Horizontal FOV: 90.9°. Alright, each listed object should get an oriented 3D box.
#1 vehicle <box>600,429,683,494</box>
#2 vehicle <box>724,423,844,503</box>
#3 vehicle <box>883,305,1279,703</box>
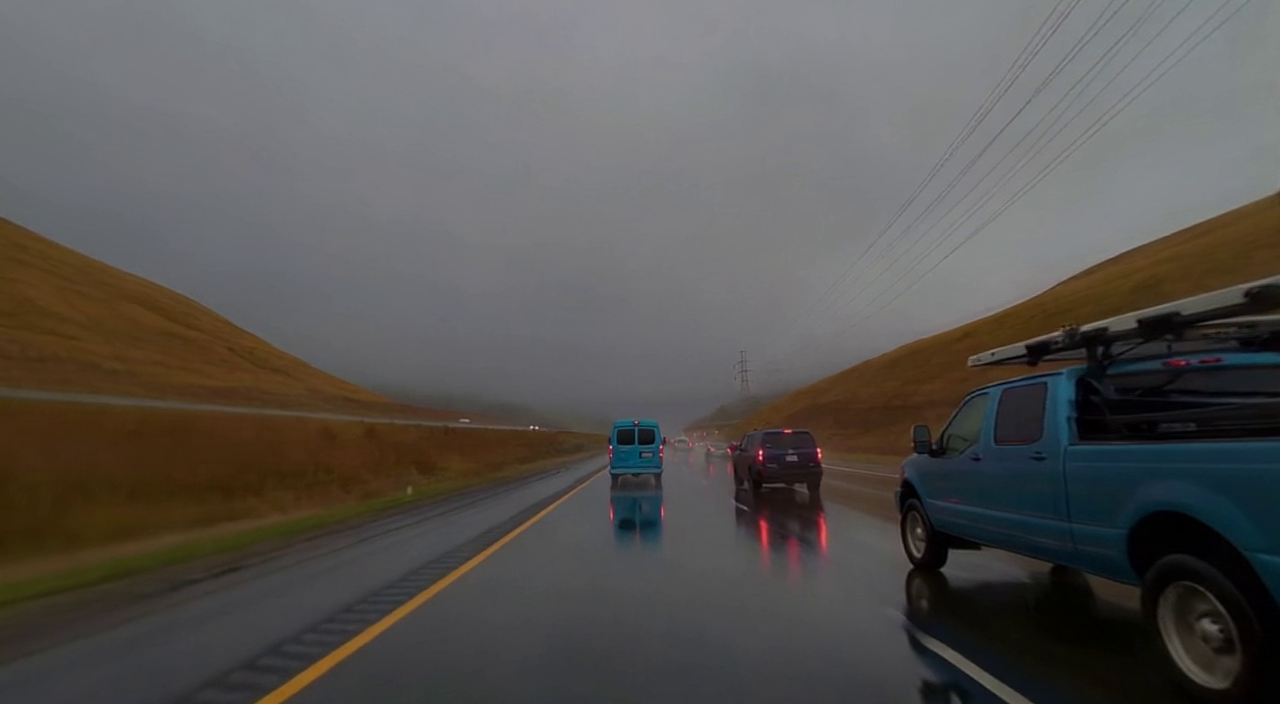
[{"bbox_3d":[0.075,3.363,19.714,2.268,1.772,4.523,0,-8,1],"label":"vehicle"},{"bbox_3d":[3.608,2.884,16.808,2.139,1.821,4.480,0,-8,0],"label":"vehicle"},{"bbox_3d":[3.924,0.935,3.677,2.691,1.901,5.744,0,-8,0],"label":"vehicle"}]
